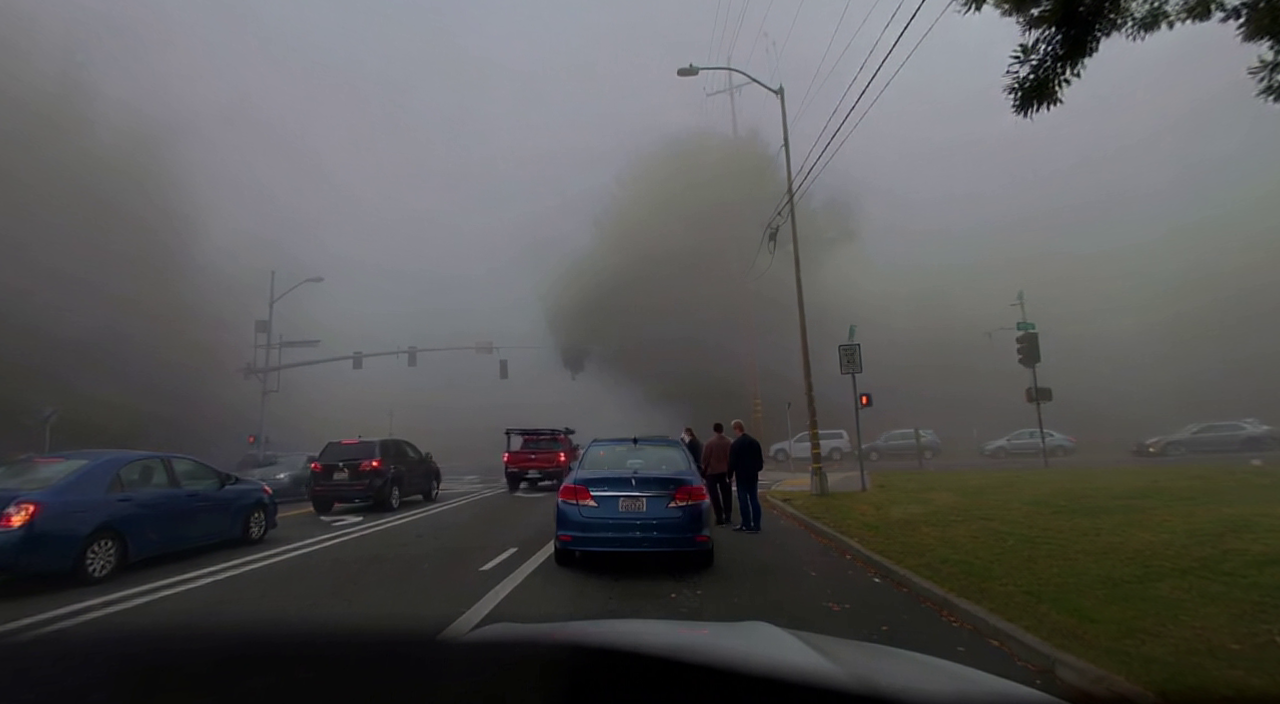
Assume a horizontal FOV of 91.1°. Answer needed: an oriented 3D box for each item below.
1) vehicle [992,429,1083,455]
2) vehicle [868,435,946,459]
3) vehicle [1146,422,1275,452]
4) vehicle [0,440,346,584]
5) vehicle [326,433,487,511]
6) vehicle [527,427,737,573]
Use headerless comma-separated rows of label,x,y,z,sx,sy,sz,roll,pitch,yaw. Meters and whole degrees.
vehicle,23.809,5.437,37.750,4.454,1.440,1.816,-5,-10,30
vehicle,17.502,6.217,41.137,4.441,1.452,1.798,-5,-10,30
vehicle,30.519,4.602,33.802,4.739,1.472,1.804,-5,-10,30
vehicle,-6.330,2.066,9.028,1.948,1.530,4.283,0,-9,3
vehicle,-6.156,3.218,17.441,2.230,1.811,5.183,-1,-9,3
vehicle,-0.053,1.858,8.674,2.182,1.501,4.150,0,-9,1
